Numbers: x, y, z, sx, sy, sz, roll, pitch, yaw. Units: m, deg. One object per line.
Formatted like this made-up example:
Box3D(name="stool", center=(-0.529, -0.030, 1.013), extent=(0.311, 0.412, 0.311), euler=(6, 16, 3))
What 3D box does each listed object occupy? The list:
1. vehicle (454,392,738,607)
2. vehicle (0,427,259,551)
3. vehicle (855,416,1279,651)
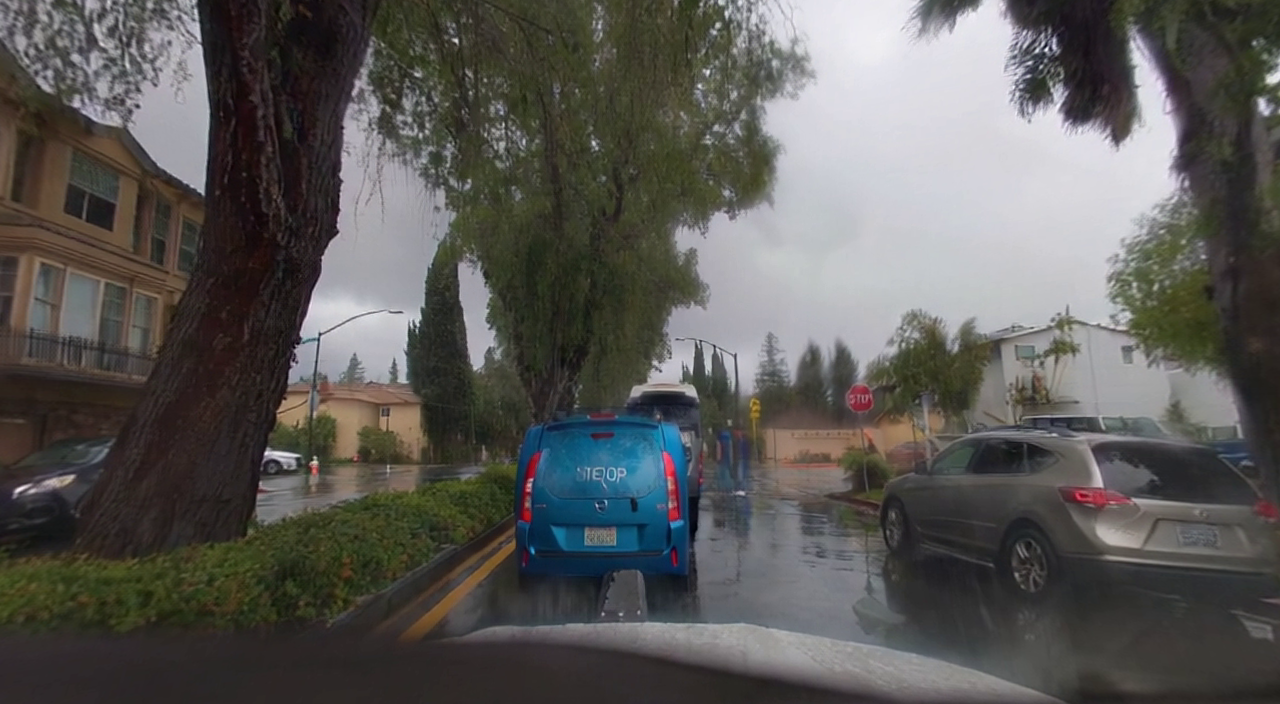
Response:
Box3D(name="vehicle", center=(-0.379, 1.586, 7.702), extent=(2.377, 1.787, 4.652), euler=(0, -8, 0))
Box3D(name="vehicle", center=(-8.292, 2.010, 10.051), extent=(1.825, 1.532, 4.083), euler=(-3, -7, 2))
Box3D(name="vehicle", center=(4.218, 1.674, 6.904), extent=(1.959, 1.581, 4.731), euler=(4, -9, -2))
